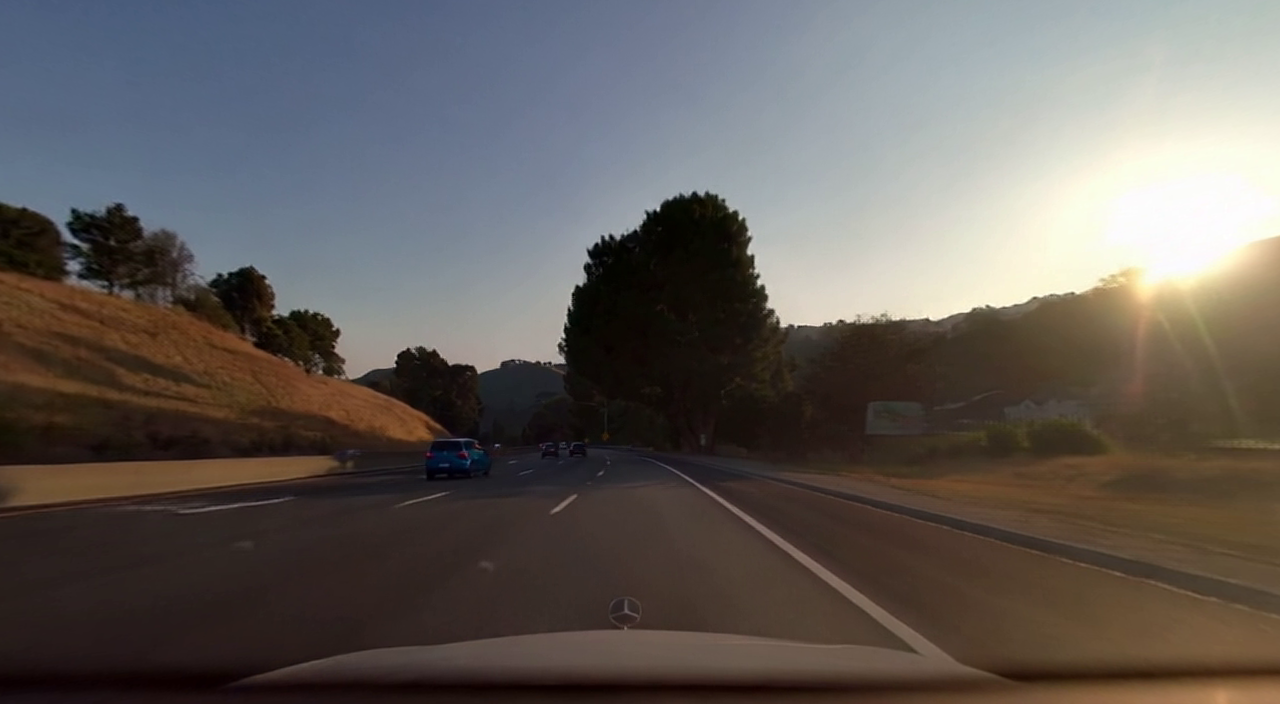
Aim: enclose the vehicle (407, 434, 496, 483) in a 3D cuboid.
[{"bbox_3d":[-7.251,4.143,24.784,2.046,1.712,4.533,0,-8,0],"label":"vehicle"}]
